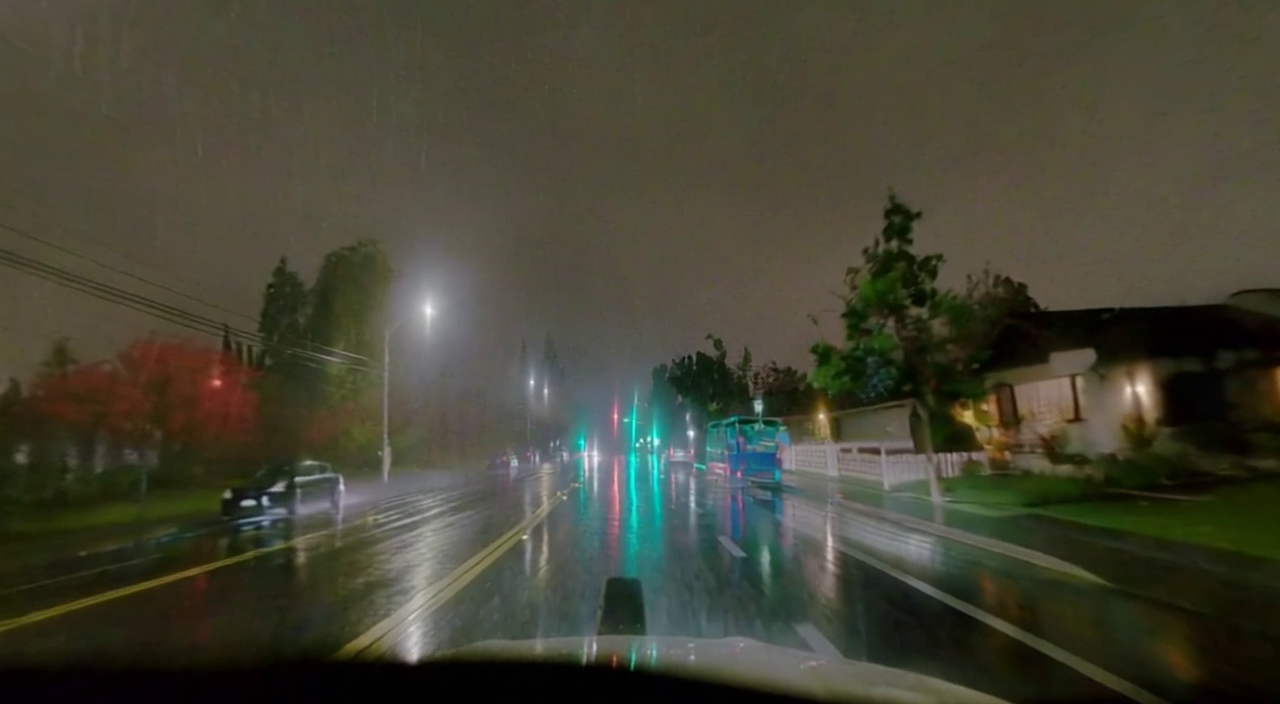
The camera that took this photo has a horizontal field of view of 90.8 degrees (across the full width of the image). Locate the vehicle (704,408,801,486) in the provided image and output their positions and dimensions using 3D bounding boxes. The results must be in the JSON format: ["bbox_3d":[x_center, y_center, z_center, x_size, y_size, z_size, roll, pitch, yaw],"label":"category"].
[{"bbox_3d":[3.865,3.444,22.998,2.459,2.452,5.731,0,-8,0],"label":"vehicle"}]

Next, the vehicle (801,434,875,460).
[{"bbox_3d":[14.495,6.971,46.340,4.699,1.442,1.838,-5,-8,-2],"label":"vehicle"}]

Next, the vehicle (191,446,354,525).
[{"bbox_3d":[-11.293,4.061,19.951,2.301,1.855,4.983,-7,-8,-3],"label":"vehicle"}]
